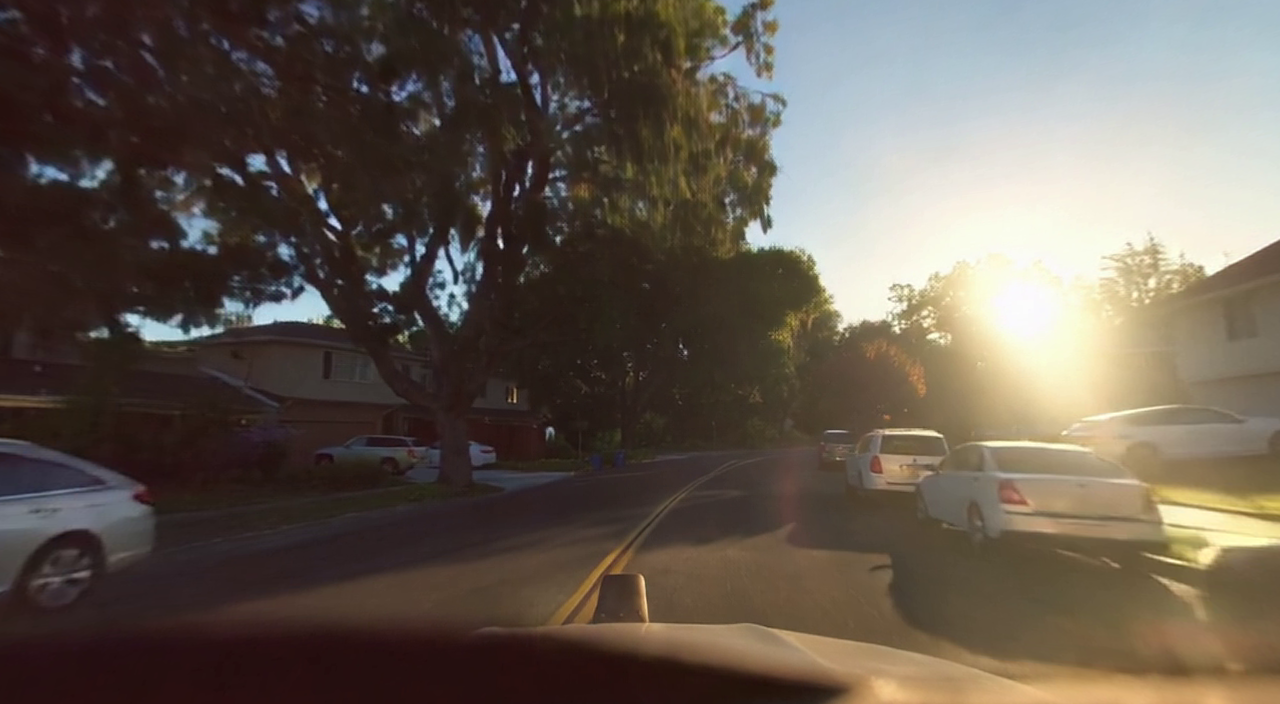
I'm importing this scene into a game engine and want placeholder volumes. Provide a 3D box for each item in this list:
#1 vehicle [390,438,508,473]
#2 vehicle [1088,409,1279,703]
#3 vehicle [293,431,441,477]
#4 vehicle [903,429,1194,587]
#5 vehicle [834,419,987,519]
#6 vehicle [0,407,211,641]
[{"bbox_3d":[-8.283,4.486,27.556,4.455,1.419,2.017,-2,-9,12],"label":"vehicle"},{"bbox_3d":[3.754,0.809,1.529,2.045,1.478,4.914,-1,-9,5],"label":"vehicle"},{"bbox_3d":[-10.115,3.794,23.543,4.635,1.594,2.132,-2,-9,13],"label":"vehicle"},{"bbox_3d":[4.701,1.771,7.977,1.806,1.486,3.535,-2,-9,11],"label":"vehicle"},{"bbox_3d":[5.655,2.492,13.943,2.194,1.786,4.704,-2,-9,12],"label":"vehicle"},{"bbox_3d":[-5.773,1.206,4.233,2.030,1.696,4.828,-1,-9,7],"label":"vehicle"}]
